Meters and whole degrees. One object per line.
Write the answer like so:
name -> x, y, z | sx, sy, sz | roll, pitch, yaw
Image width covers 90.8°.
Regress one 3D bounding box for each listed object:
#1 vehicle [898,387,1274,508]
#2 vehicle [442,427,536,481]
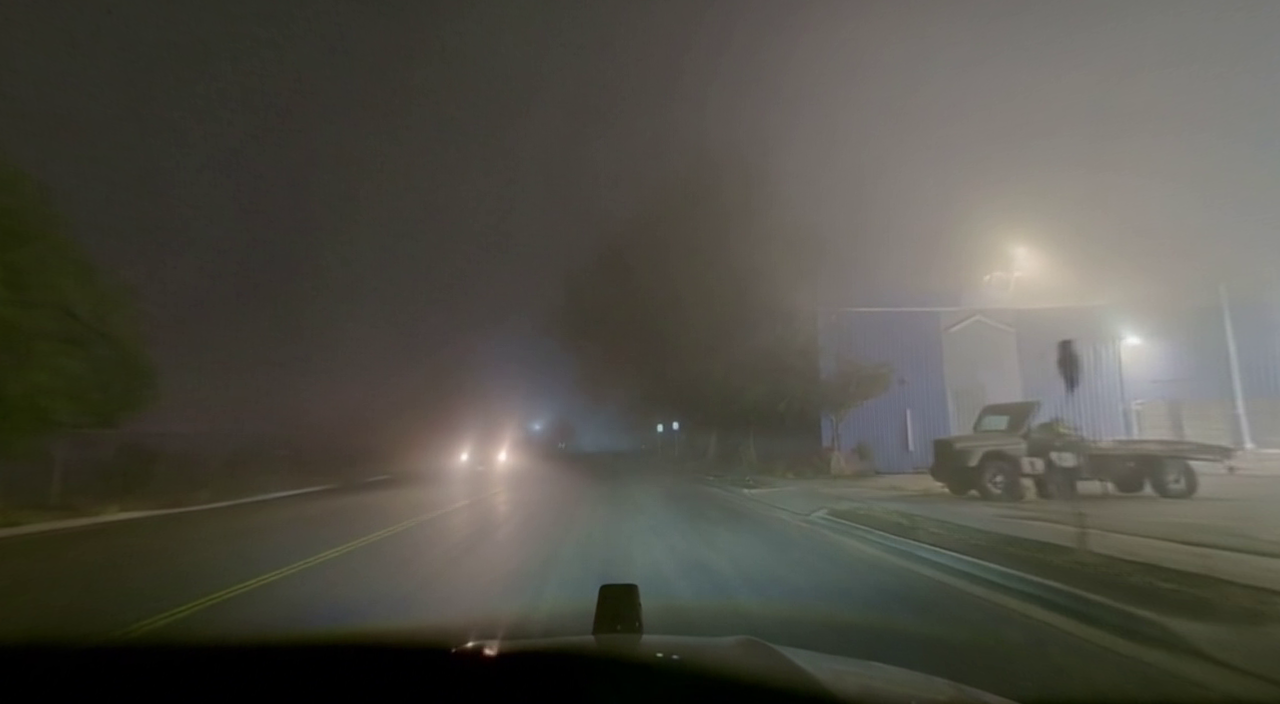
vehicle -> 10.429, 2.277, 15.250 | 7.188, 2.416, 2.528 | -1, -9, -4
vehicle -> -6.508, 4.500, 28.222 | 2.770, 2.135, 6.329 | 0, -8, -2
